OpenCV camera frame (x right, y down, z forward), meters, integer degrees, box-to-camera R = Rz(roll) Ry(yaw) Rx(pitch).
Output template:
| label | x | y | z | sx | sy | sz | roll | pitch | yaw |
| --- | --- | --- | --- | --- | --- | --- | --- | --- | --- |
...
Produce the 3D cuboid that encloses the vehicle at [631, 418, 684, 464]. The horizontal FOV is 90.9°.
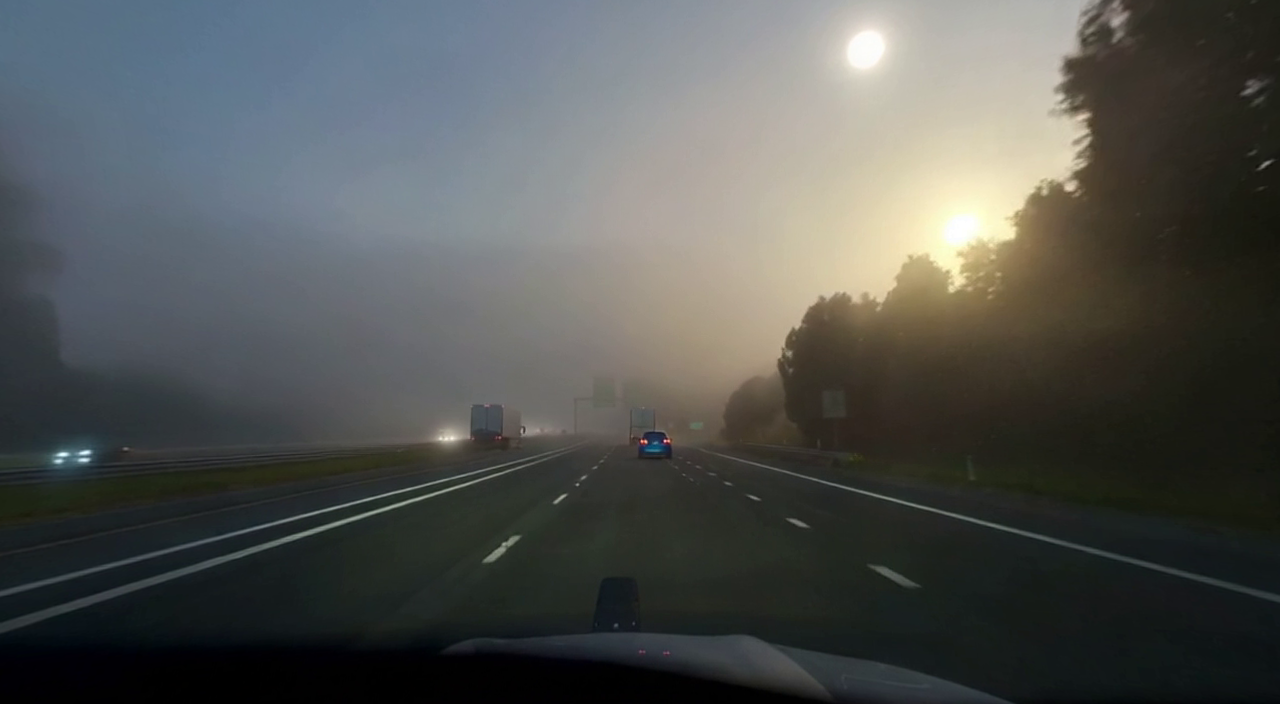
| label | x | y | z | sx | sy | sz | roll | pitch | yaw |
| --- | --- | --- | --- | --- | --- | --- | --- | --- | --- |
| vehicle | 0.701 | 4.044 | 28.712 | 2.076 | 1.914 | 4.287 | 0 | -8 | -3 |
